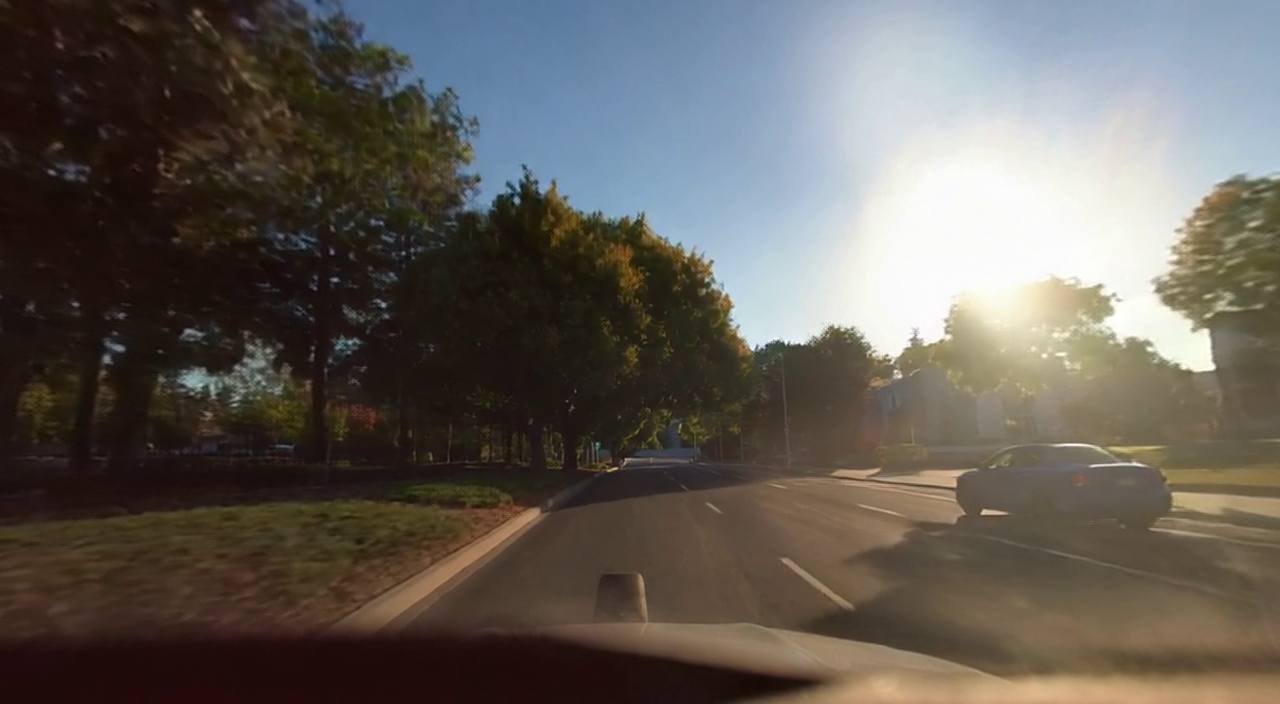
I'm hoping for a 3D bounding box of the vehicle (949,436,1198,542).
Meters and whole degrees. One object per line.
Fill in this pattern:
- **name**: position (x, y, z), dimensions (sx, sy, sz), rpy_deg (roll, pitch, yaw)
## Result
- **vehicle**: position (7.193, 2.262, 10.992), dimensions (1.797, 1.518, 3.433), rpy_deg (0, -9, -1)
